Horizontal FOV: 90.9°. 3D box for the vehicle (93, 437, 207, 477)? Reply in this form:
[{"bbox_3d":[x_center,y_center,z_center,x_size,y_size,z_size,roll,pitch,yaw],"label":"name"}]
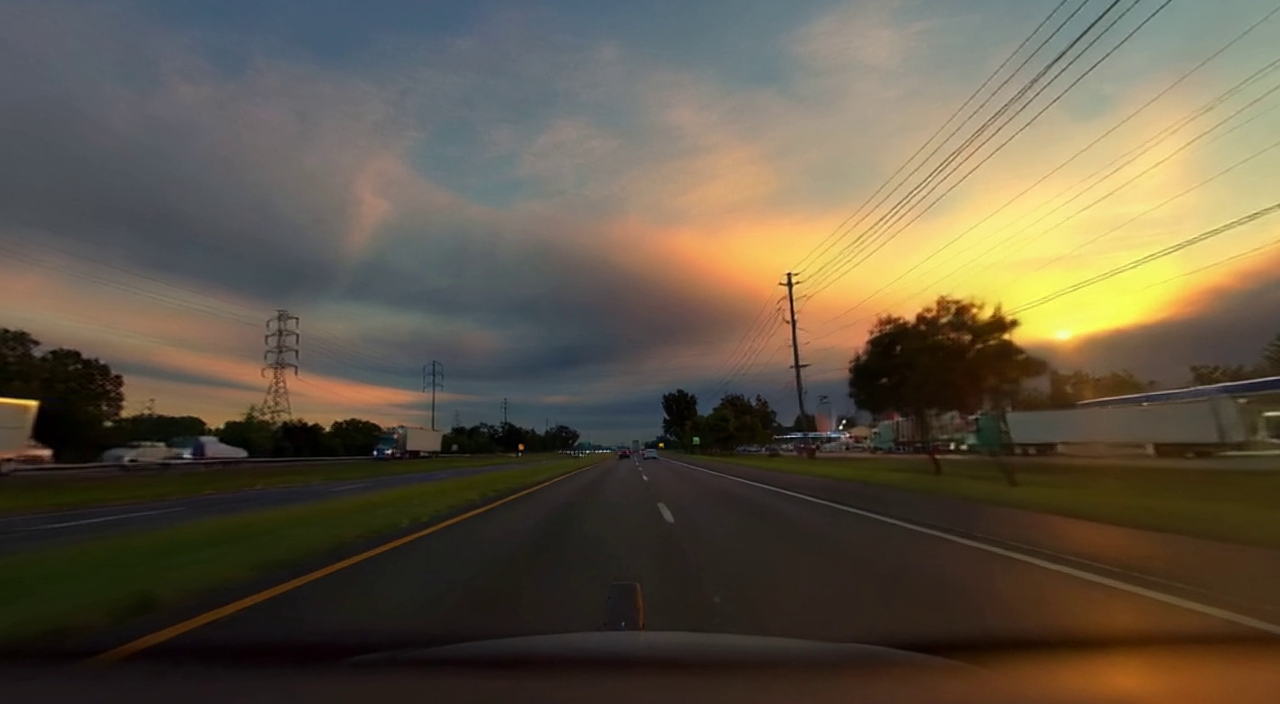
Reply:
[{"bbox_3d":[-27.984,5.997,36.325,2.179,2.021,5.531,-2,-8,0],"label":"vehicle"}]

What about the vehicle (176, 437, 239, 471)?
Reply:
[{"bbox_3d":[-28.063,6.611,41.021,1.879,1.985,3.133,-3,-8,-1],"label":"vehicle"}]

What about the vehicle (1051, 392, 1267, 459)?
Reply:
[{"bbox_3d":[35.189,5.234,43.362,10.852,3.971,2.925,-9,-11,42],"label":"vehicle"}]
